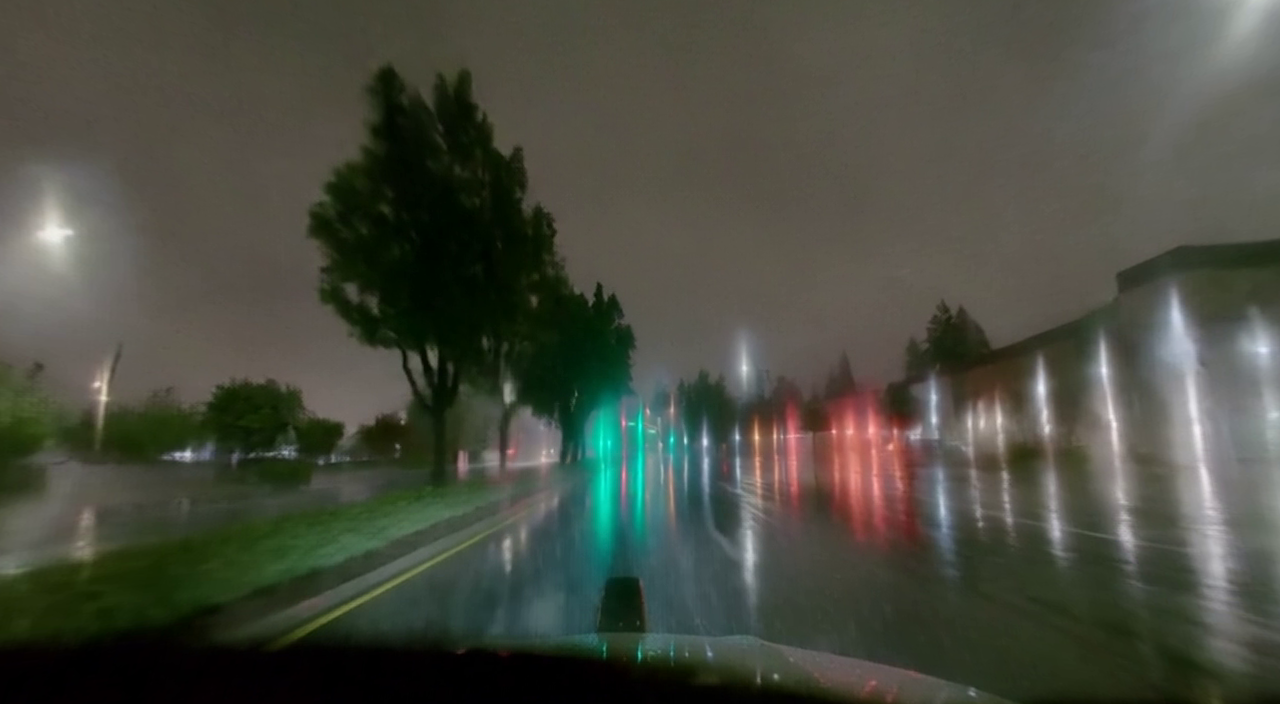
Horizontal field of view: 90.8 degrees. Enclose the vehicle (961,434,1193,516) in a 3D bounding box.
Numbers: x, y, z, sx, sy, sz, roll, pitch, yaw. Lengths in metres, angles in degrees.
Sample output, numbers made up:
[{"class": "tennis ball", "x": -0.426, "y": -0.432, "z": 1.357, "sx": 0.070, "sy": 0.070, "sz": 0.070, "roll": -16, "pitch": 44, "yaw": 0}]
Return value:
[{"class": "vehicle", "x": 9.613, "y": 2.735, "z": 14.494, "sx": 1.981, "sy": 1.557, "sz": 4.456, "roll": 0, "pitch": -9, "yaw": -2}]
